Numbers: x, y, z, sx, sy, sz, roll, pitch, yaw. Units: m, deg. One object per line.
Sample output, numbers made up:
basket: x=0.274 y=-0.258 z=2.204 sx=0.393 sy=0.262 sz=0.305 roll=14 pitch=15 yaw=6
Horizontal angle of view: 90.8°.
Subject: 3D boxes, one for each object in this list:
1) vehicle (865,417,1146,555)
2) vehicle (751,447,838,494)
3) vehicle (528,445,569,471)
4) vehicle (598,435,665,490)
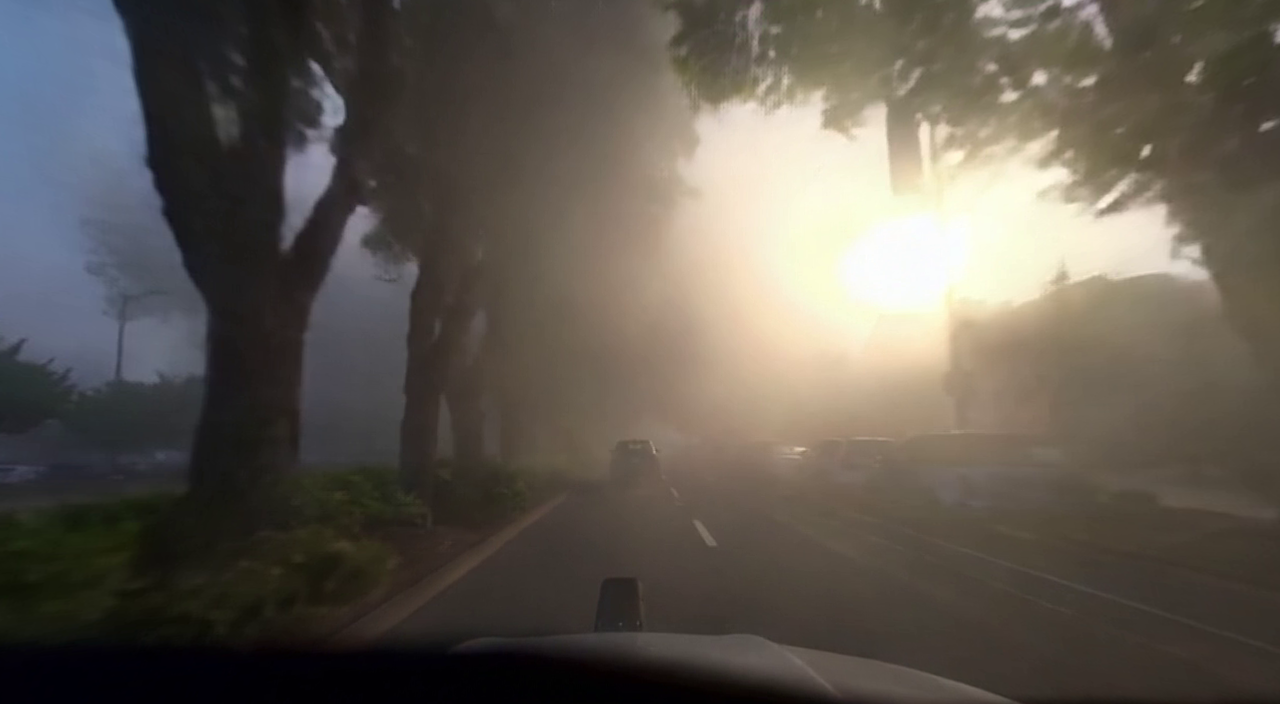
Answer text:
vehicle: x=5.846 y=2.193 z=11.022 sx=2.139 sy=1.872 sz=4.585 roll=0 pitch=-9 yaw=1
vehicle: x=5.335 y=4.128 z=22.385 sx=2.005 sy=1.499 sz=4.108 roll=0 pitch=-9 yaw=0
vehicle: x=-5.473 y=6.394 z=38.394 sx=2.105 sy=1.474 sz=4.808 roll=0 pitch=-9 yaw=-4
vehicle: x=-0.292 y=3.726 z=21.580 sx=2.070 sy=1.698 sz=3.925 roll=0 pitch=-9 yaw=-1
